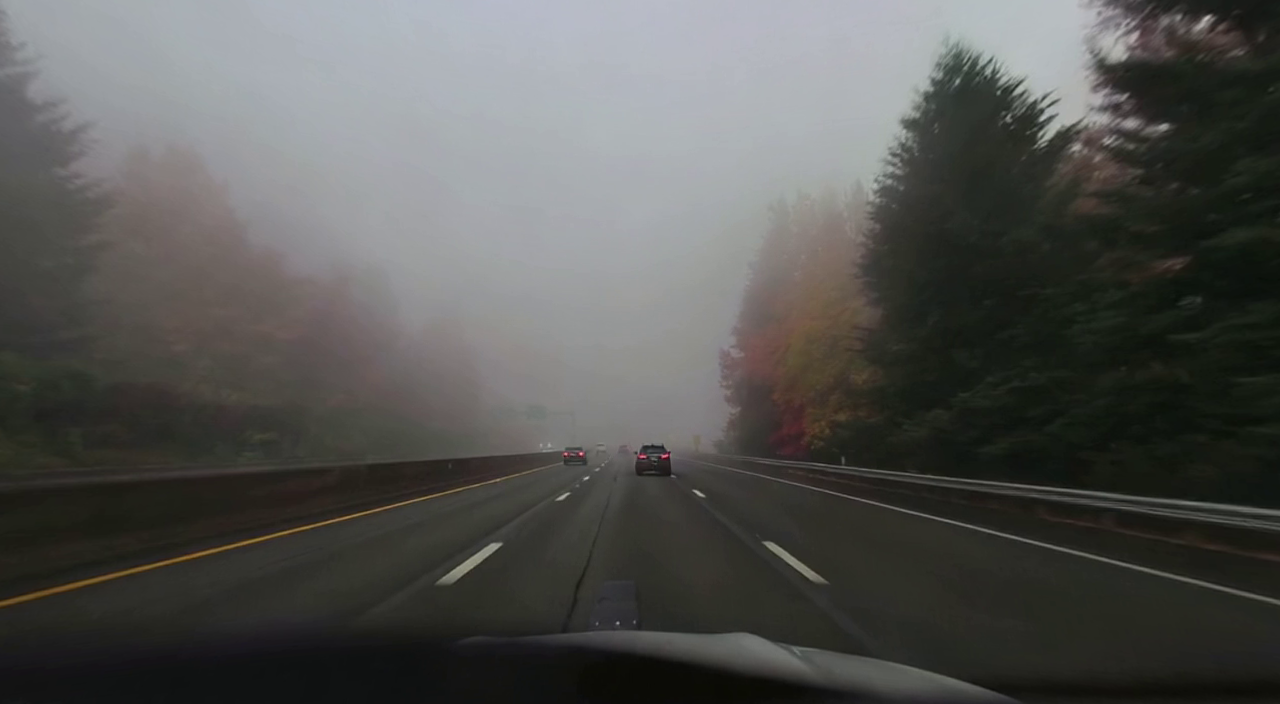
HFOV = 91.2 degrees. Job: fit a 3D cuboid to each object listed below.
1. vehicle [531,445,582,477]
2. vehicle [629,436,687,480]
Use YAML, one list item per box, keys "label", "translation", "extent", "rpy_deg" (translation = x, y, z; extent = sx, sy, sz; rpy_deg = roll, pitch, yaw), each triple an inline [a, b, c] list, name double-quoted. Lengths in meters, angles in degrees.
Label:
- label: "vehicle"
  translation: [-4.002, 5.292, 30.603]
  extent: [2.037, 1.418, 3.793]
  rpy_deg: [0, -9, -1]
- label: "vehicle"
  translation: [0.658, 4.488, 26.765]
  extent: [2.250, 1.718, 4.358]
  rpy_deg: [0, -9, -1]
